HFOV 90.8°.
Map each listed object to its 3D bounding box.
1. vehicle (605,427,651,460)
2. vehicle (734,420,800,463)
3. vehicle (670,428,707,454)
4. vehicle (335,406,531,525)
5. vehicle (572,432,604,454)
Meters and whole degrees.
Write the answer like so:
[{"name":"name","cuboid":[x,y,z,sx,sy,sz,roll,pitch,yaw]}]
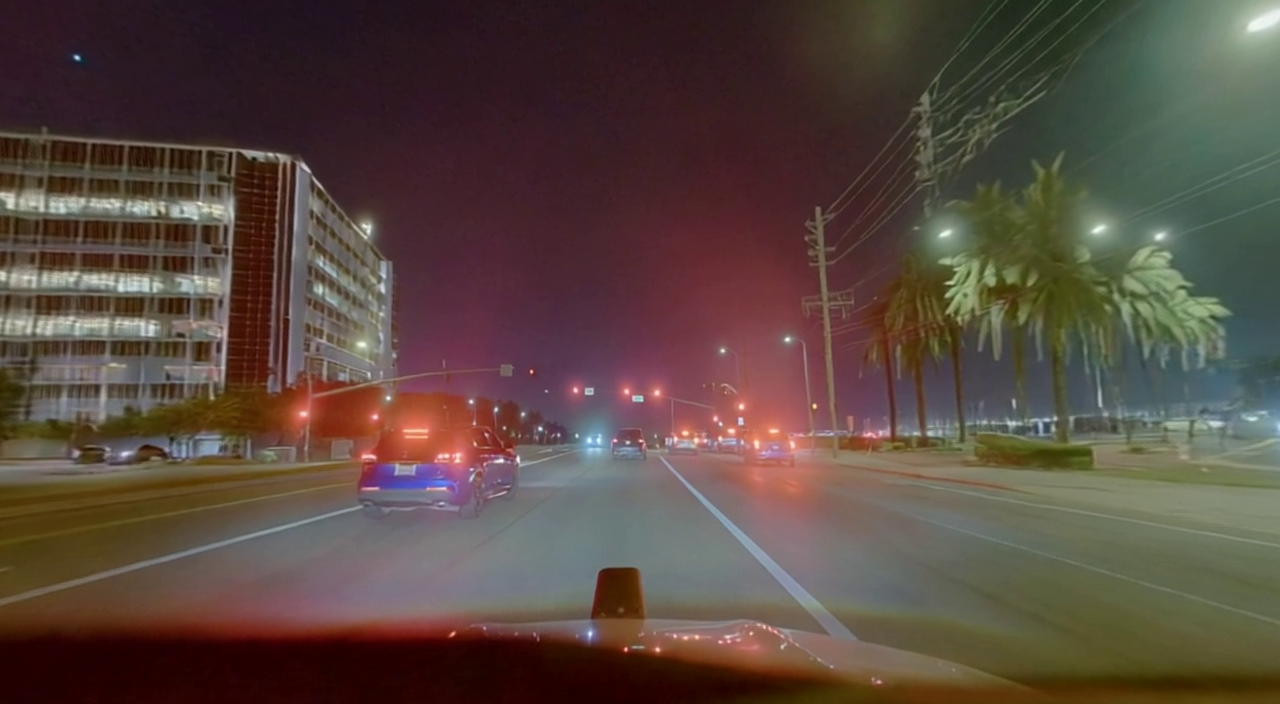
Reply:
[{"name":"vehicle","cuboid":[-0.688,4.918,33.861,2.302,1.681,4.217,0,-9,-2]},{"name":"vehicle","cuboid":[6.289,4.575,31.988,2.130,1.979,5.310,0,-9,-1]},{"name":"vehicle","cuboid":[3.060,5.798,40.960,1.975,1.598,4.025,0,-9,-1]},{"name":"vehicle","cuboid":[-3.478,2.030,11.712,2.136,1.779,4.417,0,-9,0]},{"name":"vehicle","cuboid":[-3.675,6.585,45.567,1.973,1.504,3.895,0,-9,0]}]
